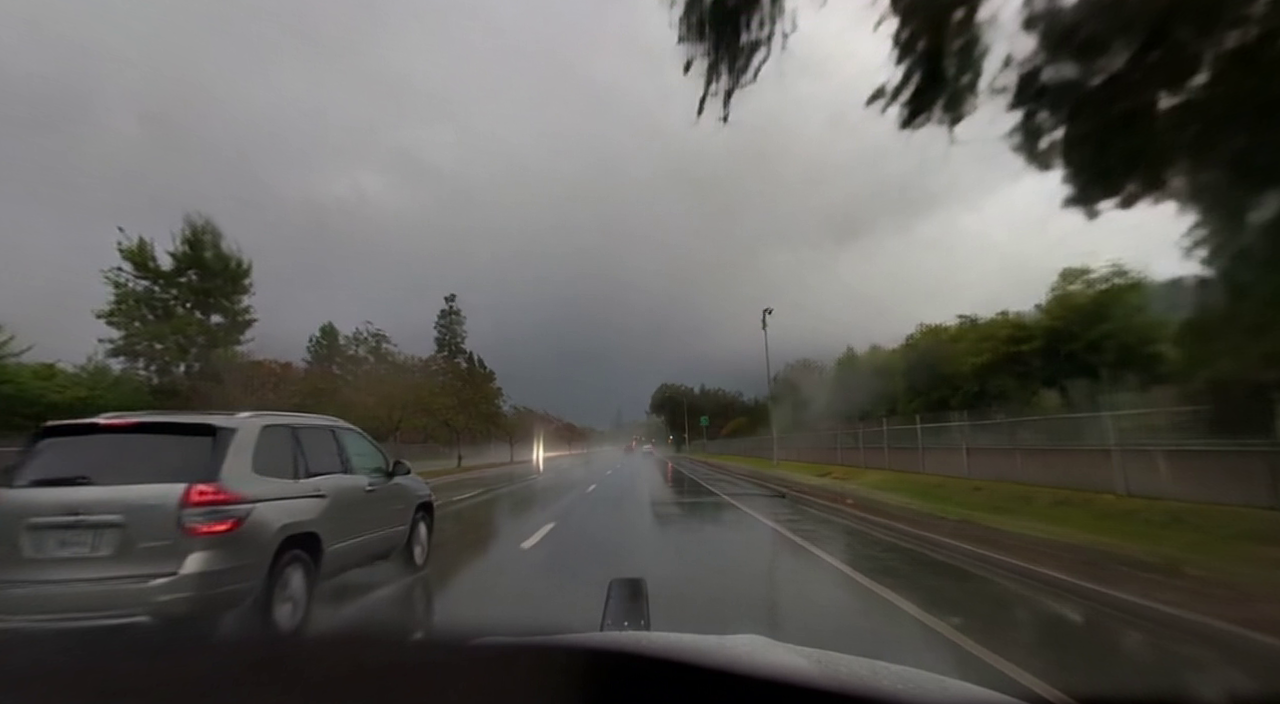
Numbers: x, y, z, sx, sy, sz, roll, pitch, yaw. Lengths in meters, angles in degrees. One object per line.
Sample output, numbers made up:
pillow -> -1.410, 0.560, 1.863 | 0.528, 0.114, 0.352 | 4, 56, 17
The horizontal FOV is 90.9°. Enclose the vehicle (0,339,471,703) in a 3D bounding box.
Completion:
vehicle -> -3.168, 1.198, 5.231 | 2.160, 1.855, 4.695 | 0, -8, 1
